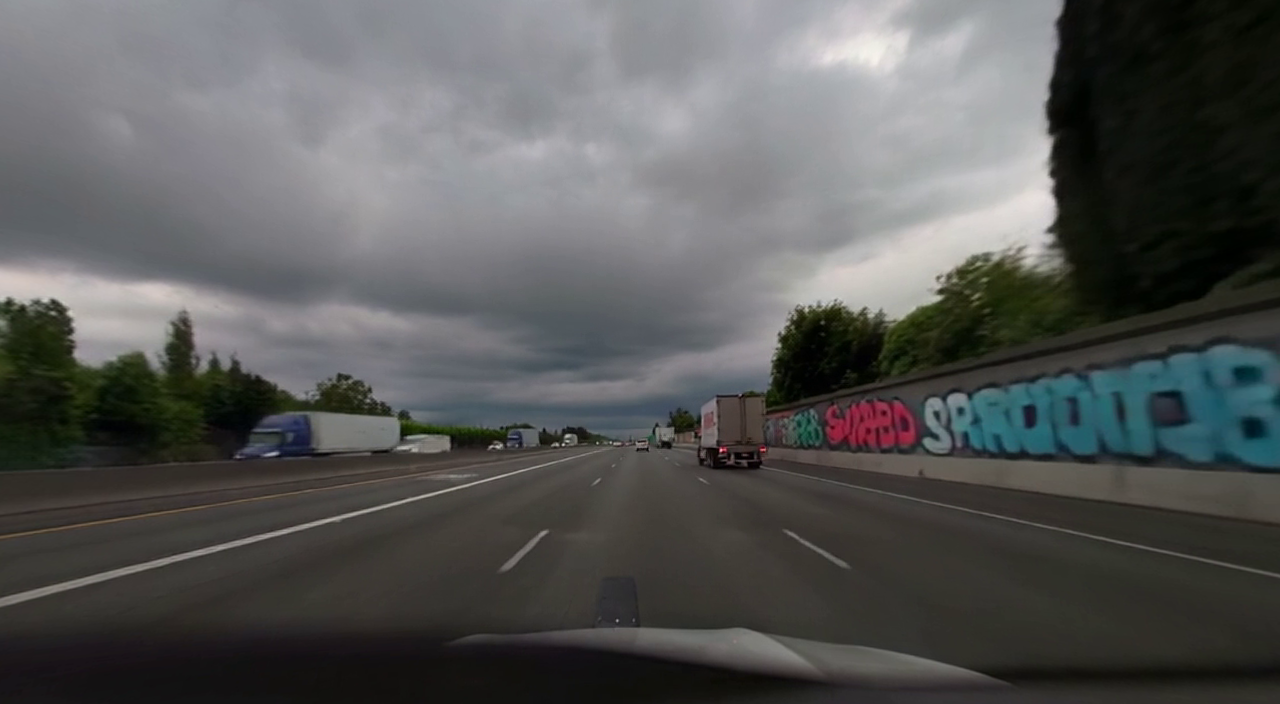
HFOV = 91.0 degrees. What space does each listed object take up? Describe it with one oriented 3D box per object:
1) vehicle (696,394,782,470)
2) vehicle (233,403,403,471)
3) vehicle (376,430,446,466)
[{"bbox_3d":[5.083,4.457,34.648,2.949,3.470,10.539,-1,-8,0],"label":"vehicle"},{"bbox_3d":[-20.939,5.858,43.200,2.850,3.711,17.121,-1,-8,0],"label":"vehicle"},{"bbox_3d":[-12.320,5.197,34.287,2.068,1.781,4.678,-1,-8,0],"label":"vehicle"}]
